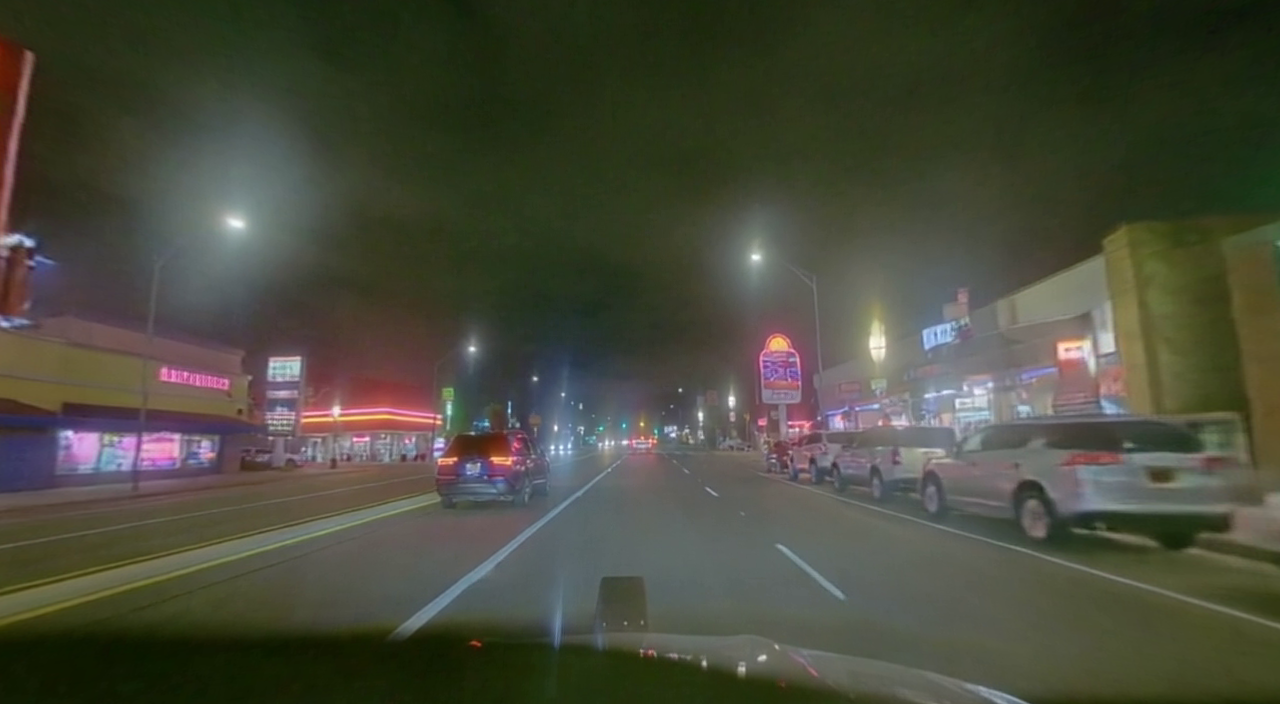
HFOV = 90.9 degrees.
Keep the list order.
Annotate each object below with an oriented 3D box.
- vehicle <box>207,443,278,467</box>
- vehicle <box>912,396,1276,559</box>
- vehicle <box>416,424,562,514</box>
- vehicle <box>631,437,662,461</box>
[{"bbox_3d":[-31.069,8.061,49.286,4.589,1.779,2.154,-3,-9,20],"label":"vehicle"},{"bbox_3d":[6.356,1.823,9.818,2.128,1.900,4.724,0,-9,1],"label":"vehicle"},{"bbox_3d":[-3.081,2.502,13.968,2.049,1.646,4.445,0,-9,1],"label":"vehicle"},{"bbox_3d":[0.401,6.509,42.378,2.037,1.484,4.073,0,-9,0],"label":"vehicle"}]
